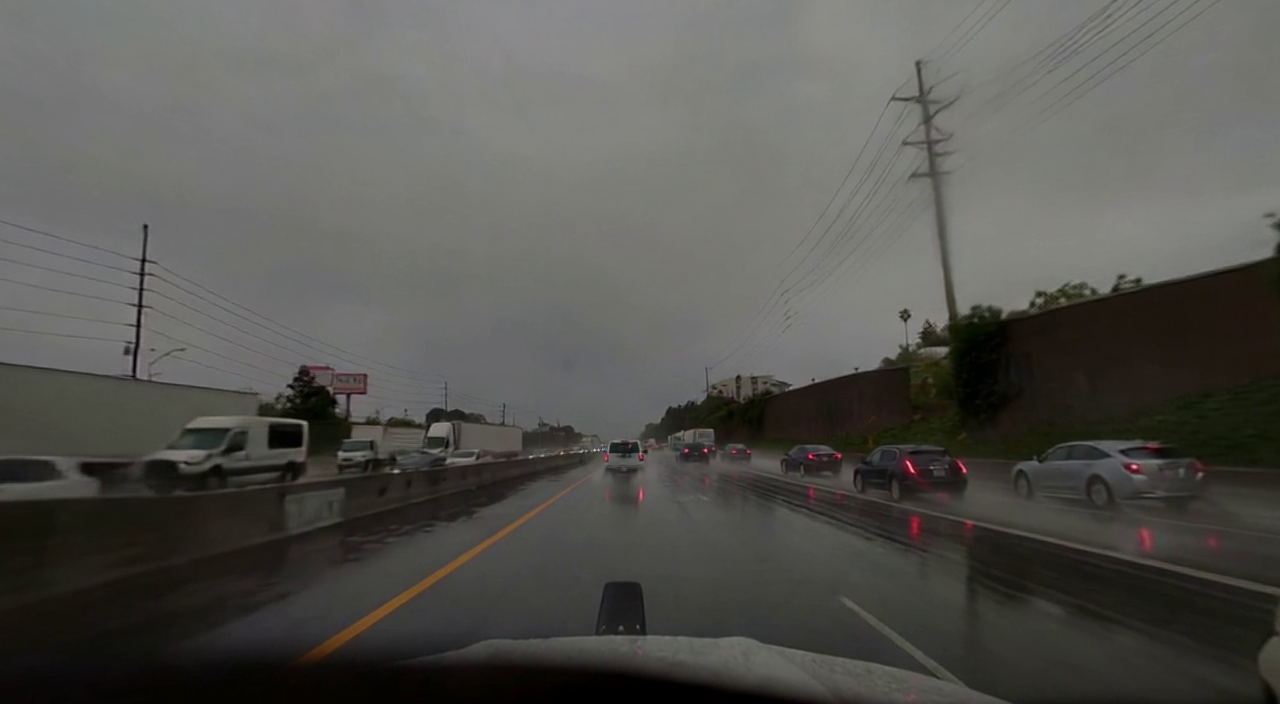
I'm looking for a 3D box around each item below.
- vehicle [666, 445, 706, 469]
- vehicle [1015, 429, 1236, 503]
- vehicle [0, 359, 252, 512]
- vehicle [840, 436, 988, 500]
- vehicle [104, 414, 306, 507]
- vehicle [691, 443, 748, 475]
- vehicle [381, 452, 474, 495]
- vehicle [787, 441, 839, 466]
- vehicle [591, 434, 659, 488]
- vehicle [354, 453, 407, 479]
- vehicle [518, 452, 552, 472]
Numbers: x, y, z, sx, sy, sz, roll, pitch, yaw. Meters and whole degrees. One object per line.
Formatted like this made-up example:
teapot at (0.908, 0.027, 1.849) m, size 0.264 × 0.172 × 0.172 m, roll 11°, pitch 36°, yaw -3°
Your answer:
vehicle at (2.880, 6.667, 40.290) m, size 2.115 × 1.481 × 3.968 m, roll 0°, pitch -8°, yaw -2°
vehicle at (11.320, 2.672, 15.212) m, size 1.944 × 1.505 × 4.138 m, roll 0°, pitch -8°, yaw -2°
vehicle at (-18.438, 2.730, 20.242) m, size 3.134 × 3.965 × 14.329 m, roll 0°, pitch -8°, yaw -1°
vehicle at (7.042, 3.013, 16.813) m, size 1.958 × 1.473 × 4.201 m, roll 0°, pitch -8°, yaw -1°
vehicle at (-14.948, 3.777, 22.531) m, size 2.350 × 2.794 × 6.786 m, roll 0°, pitch -8°, yaw 0°
vehicle at (3.868, 5.293, 31.520) m, size 1.934 × 1.461 × 4.368 m, roll 1°, pitch -9°, yaw -5°
vehicle at (-8.239, 4.714, 24.974) m, size 2.086 × 1.477 × 4.438 m, roll 0°, pitch -8°, yaw 0°
vehicle at (10.854, 6.396, 40.005) m, size 1.901 × 1.485 × 4.483 m, roll 0°, pitch -8°, yaw -2°
vehicle at (-0.520, 3.997, 23.513) m, size 2.298 × 1.809 × 4.359 m, roll 0°, pitch -8°, yaw -1°
vehicle at (-18.349, 8.019, 44.855) m, size 1.866 × 1.689 × 4.569 m, roll 0°, pitch -8°, yaw -1°
vehicle at (-8.151, 8.576, 49.484) m, size 1.897 × 1.470 × 4.474 m, roll 0°, pitch -8°, yaw 0°
